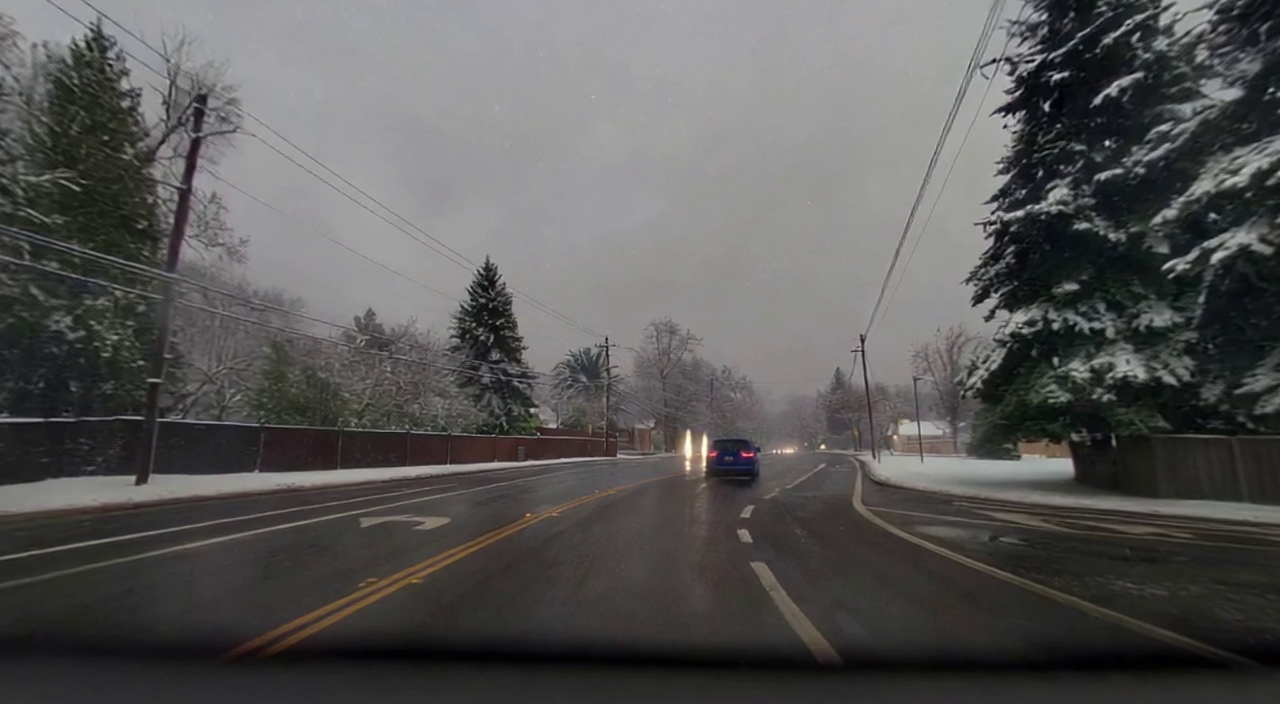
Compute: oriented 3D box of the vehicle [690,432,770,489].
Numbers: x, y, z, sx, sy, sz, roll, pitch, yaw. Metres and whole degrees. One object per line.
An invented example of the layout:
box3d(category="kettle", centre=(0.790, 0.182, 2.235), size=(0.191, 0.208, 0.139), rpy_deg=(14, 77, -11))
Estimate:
box3d(category="vehicle", centre=(3.085, 3.552, 20.998), size=(2.139, 1.699, 3.916), rpy_deg=(-2, -9, 15))
